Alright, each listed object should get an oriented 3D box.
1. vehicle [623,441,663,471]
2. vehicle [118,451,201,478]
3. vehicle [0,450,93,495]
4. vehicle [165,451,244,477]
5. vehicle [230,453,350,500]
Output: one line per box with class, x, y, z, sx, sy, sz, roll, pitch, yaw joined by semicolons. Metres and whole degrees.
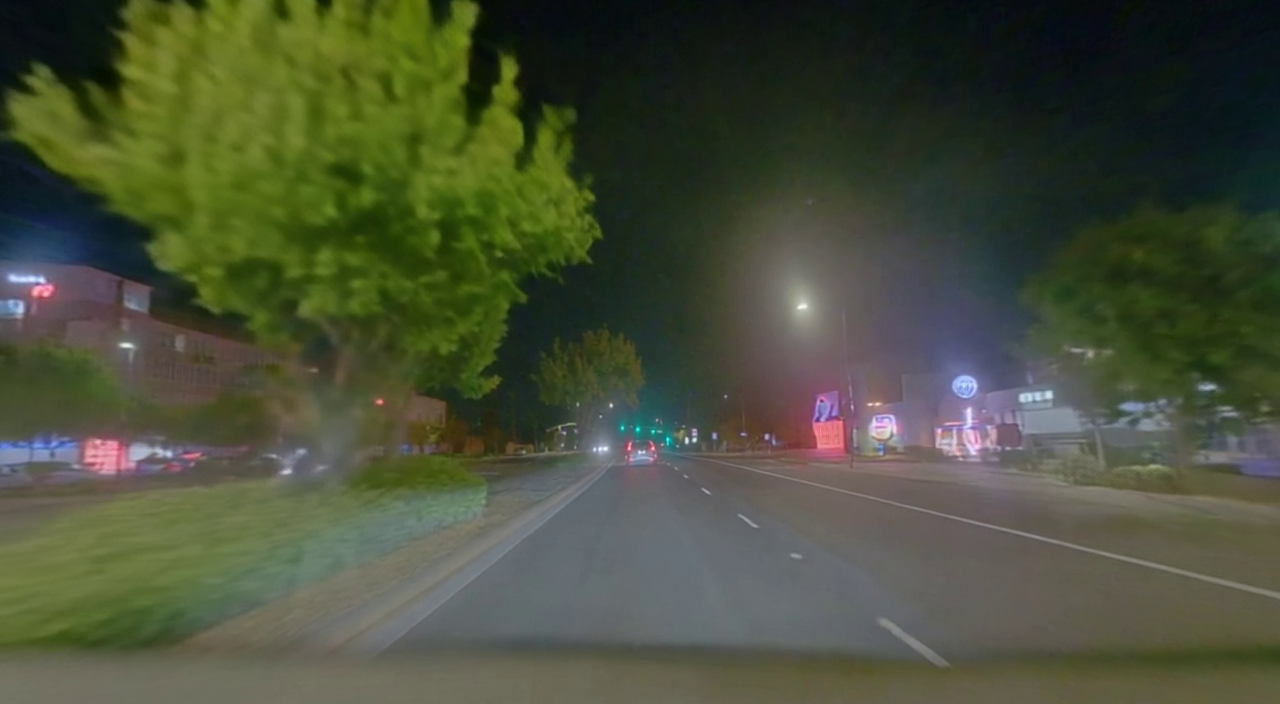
vehicle;0.123;5.471;33.319;1.998;1.452;3.773;0;-8;-1
vehicle;-34.379;8.055;45.237;2.034;1.742;4.830;0;-8;1
vehicle;-28.194;5.492;29.105;2.061;1.871;5.360;2;-9;-14
vehicle;-31.171;8.011;45.258;1.952;1.729;5.170;0;-8;0
vehicle;-12.489;4.436;22.830;1.833;1.469;4.343;0;-9;0
